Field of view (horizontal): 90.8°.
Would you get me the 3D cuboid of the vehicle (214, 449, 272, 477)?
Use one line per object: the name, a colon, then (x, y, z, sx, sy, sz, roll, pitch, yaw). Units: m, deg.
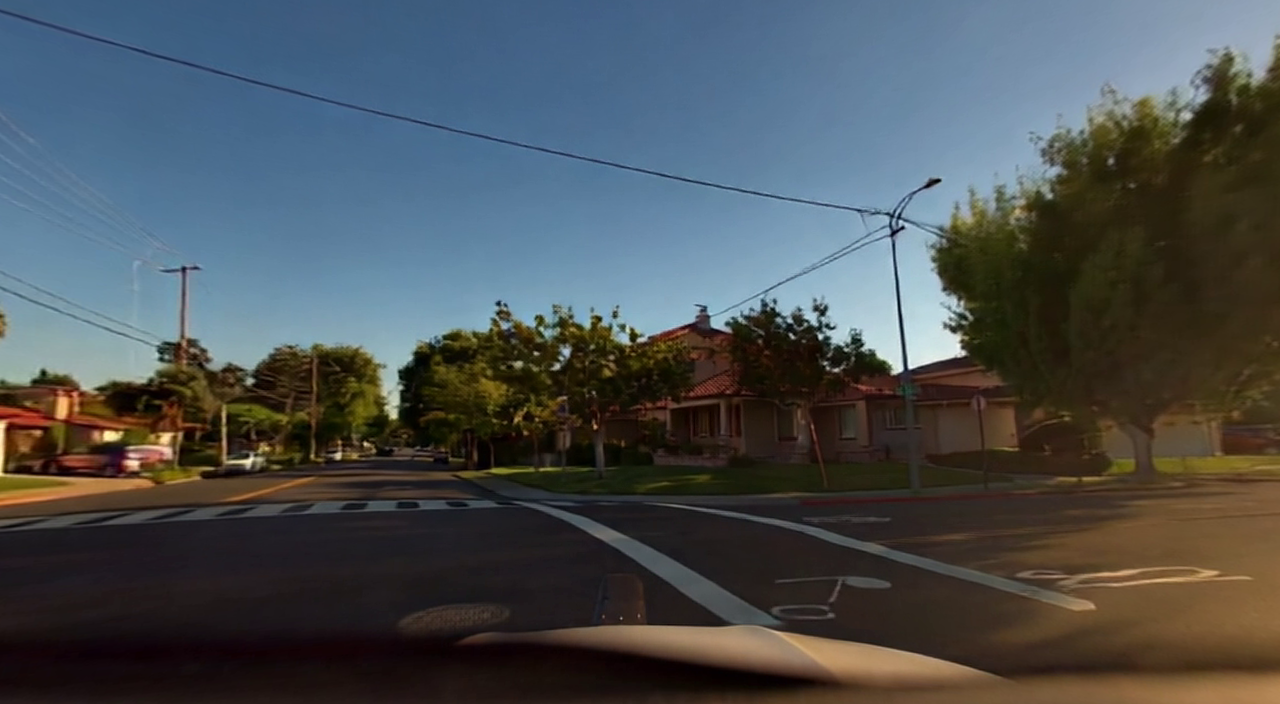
vehicle: (-23.587, 6.564, 37.670, 2.036, 1.546, 4.705, 3, -9, -22)

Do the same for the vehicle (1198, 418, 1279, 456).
vehicle: (33.478, 4.689, 34.486, 5.161, 1.829, 2.034, 5, -9, -17)

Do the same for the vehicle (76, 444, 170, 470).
vehicle: (-33.883, 6.883, 41.557, 4.288, 1.656, 1.791, 3, -9, -18)
